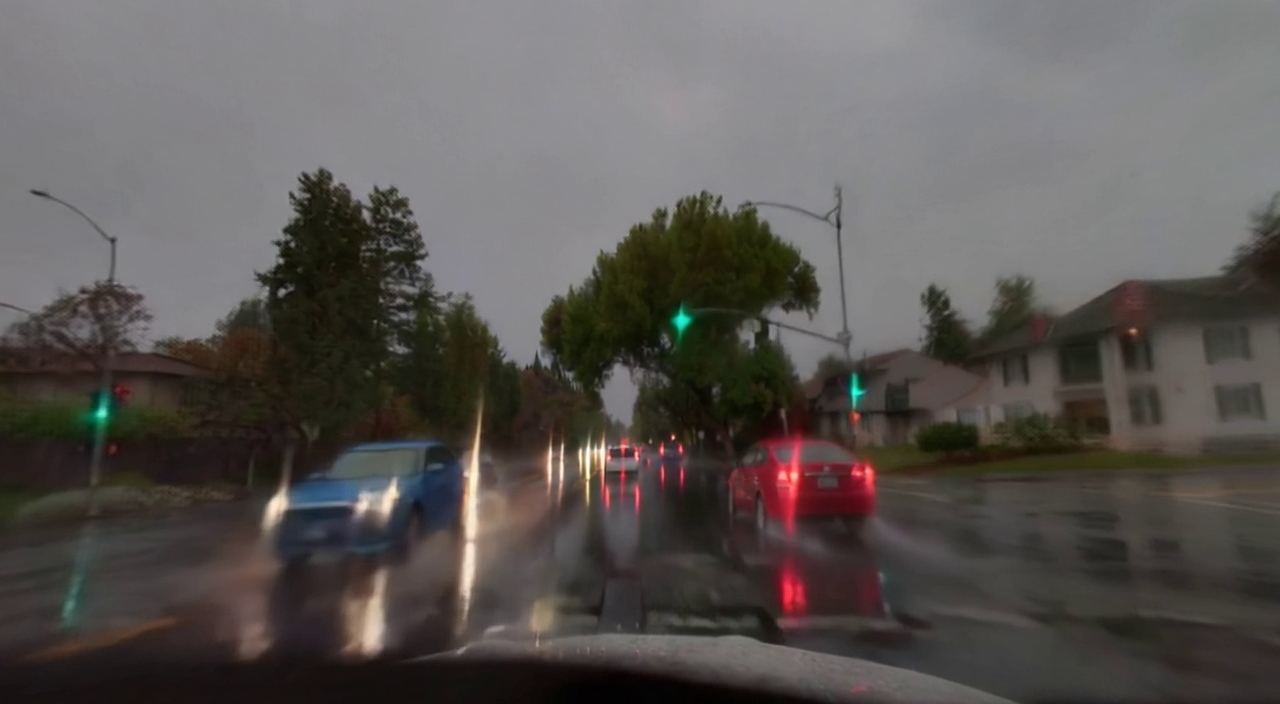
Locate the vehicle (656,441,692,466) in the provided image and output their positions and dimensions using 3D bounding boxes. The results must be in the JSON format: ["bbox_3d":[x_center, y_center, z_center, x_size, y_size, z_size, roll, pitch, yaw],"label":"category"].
[{"bbox_3d":[2.534,7.707,48.178,2.187,1.847,4.553,0,-8,-3],"label":"vehicle"}]

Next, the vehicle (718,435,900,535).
[{"bbox_3d":[2.769,2.278,11.558,1.973,1.447,4.402,0,-8,-2],"label":"vehicle"}]

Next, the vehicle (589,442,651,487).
[{"bbox_3d":[-0.745,4.133,23.586,2.114,1.483,4.207,0,-8,-2],"label":"vehicle"}]

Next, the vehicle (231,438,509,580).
[{"bbox_3d":[-3.332,1.996,9.058,2.096,1.472,4.618,0,-8,-2],"label":"vehicle"}]
